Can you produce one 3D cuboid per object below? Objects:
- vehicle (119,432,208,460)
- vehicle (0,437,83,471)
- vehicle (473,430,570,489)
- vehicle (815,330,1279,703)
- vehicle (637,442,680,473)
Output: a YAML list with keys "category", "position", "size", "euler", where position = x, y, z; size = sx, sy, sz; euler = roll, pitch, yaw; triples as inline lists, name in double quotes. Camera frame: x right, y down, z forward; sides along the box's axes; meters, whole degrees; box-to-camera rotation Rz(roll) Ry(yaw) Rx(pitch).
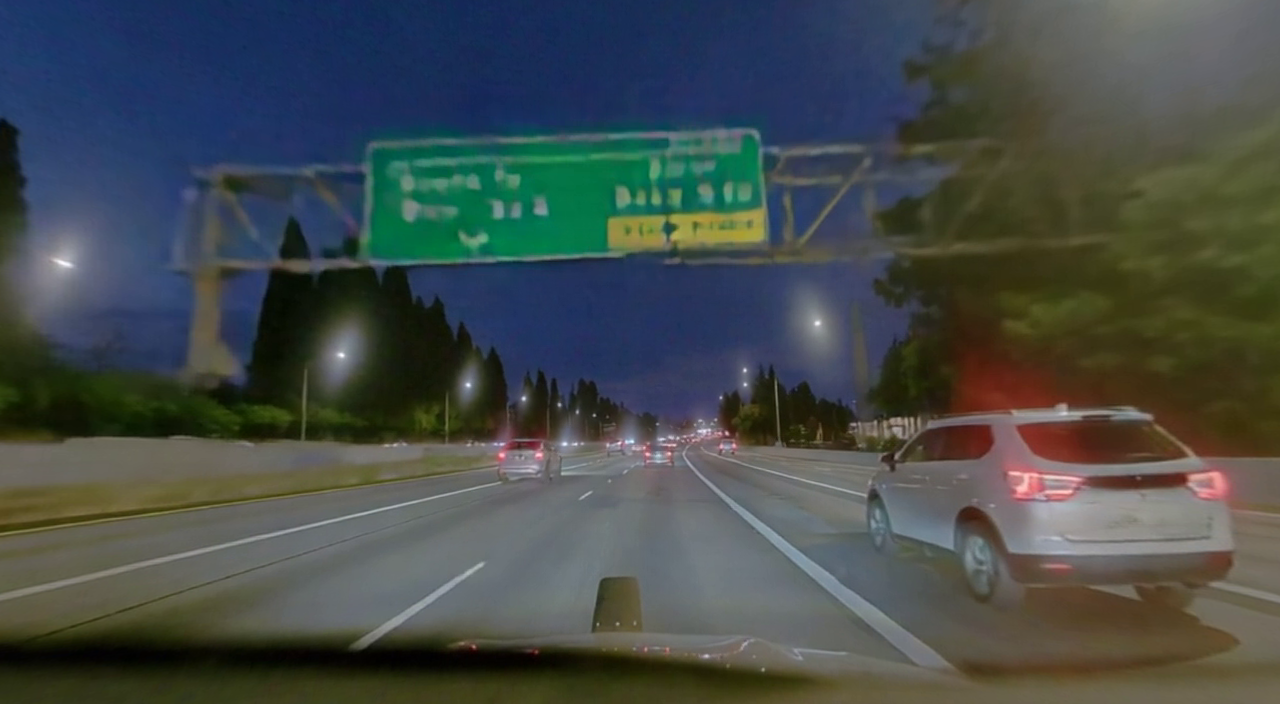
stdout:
- category: "vehicle"
  position: [-29.207, 5.801, 39.001]
  size: [1.944, 1.634, 4.512]
  euler: [0, -9, -1]
- category: "vehicle"
  position: [-26.612, 4.413, 27.543]
  size: [1.534, 1.386, 3.430]
  euler: [0, -8, -1]
- category: "vehicle"
  position: [-3.705, 3.476, 20.669]
  size: [2.260, 1.706, 4.177]
  euler: [0, -9, 2]
- category: "vehicle"
  position: [3.461, 1.194, 5.310]
  size: [2.463, 1.851, 5.122]
  euler: [0, -8, 0]
- category: "vehicle"
  position: [0.973, 5.518, 33.328]
  size: [2.146, 1.485, 4.332]
  euler: [0, -8, 2]
